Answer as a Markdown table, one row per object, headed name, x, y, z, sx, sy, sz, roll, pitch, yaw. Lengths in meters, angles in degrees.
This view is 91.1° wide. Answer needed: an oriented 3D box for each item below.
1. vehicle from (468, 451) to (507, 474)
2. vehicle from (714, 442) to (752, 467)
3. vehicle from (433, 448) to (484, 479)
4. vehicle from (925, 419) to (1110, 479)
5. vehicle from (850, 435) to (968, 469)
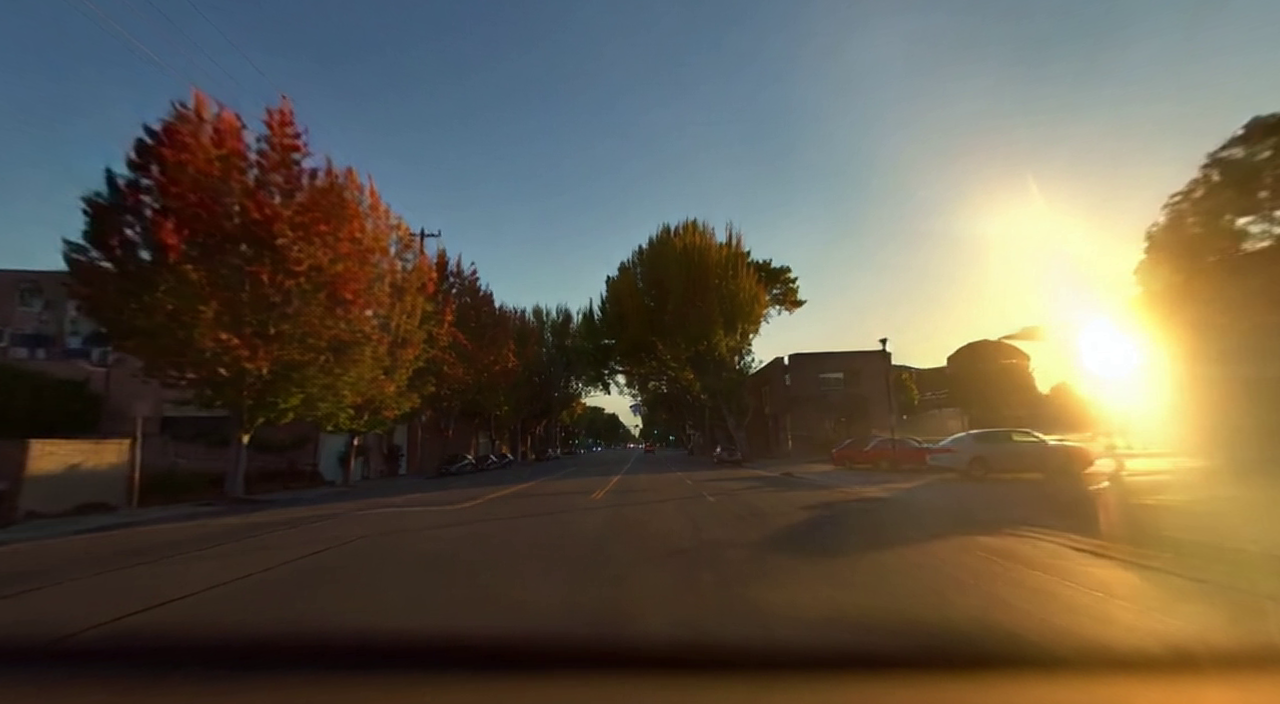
| name | x | y | z | sx | sy | sz | roll | pitch | yaw |
| --- | --- | --- | --- | --- | --- | --- | --- | --- | --- |
| vehicle | -11.618 | 8.446 | 48.075 | 1.876 | 1.502 | 4.506 | -3 | -9 | -1 |
| vehicle | 6.887 | 7.637 | 47.084 | 2.078 | 1.766 | 5.474 | 0 | -8 | 1 |
| vehicle | -11.756 | 7.251 | 40.996 | 1.979 | 1.759 | 4.435 | -4 | -8 | 1 |
| vehicle | 13.080 | 3.409 | 22.085 | 5.015 | 1.934 | 2.150 | -1 | -9 | 3 |
| vehicle | 13.097 | 4.917 | 30.844 | 4.833 | 1.554 | 2.085 | -1 | -8 | 2 |
